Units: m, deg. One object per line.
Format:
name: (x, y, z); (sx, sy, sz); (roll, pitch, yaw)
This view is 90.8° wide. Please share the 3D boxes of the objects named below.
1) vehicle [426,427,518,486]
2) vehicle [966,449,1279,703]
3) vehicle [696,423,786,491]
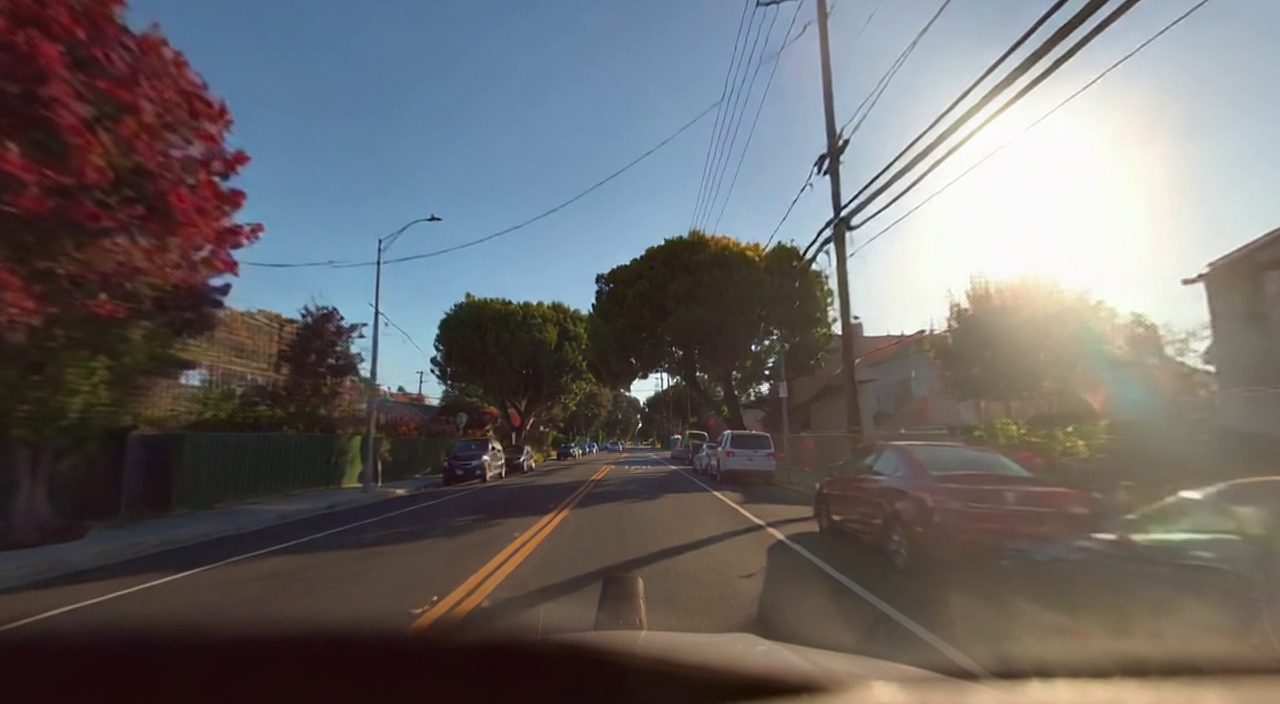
vehicle: (-6.700, 4.215, 25.921); (2.268, 2.154, 5.321); (0, -8, 0)
vehicle: (3.596, 1.141, 2.874); (1.984, 1.342, 4.066); (0, -8, -1)
vehicle: (3.277, 3.560, 21.722); (2.053, 2.005, 5.495); (0, -8, -1)
